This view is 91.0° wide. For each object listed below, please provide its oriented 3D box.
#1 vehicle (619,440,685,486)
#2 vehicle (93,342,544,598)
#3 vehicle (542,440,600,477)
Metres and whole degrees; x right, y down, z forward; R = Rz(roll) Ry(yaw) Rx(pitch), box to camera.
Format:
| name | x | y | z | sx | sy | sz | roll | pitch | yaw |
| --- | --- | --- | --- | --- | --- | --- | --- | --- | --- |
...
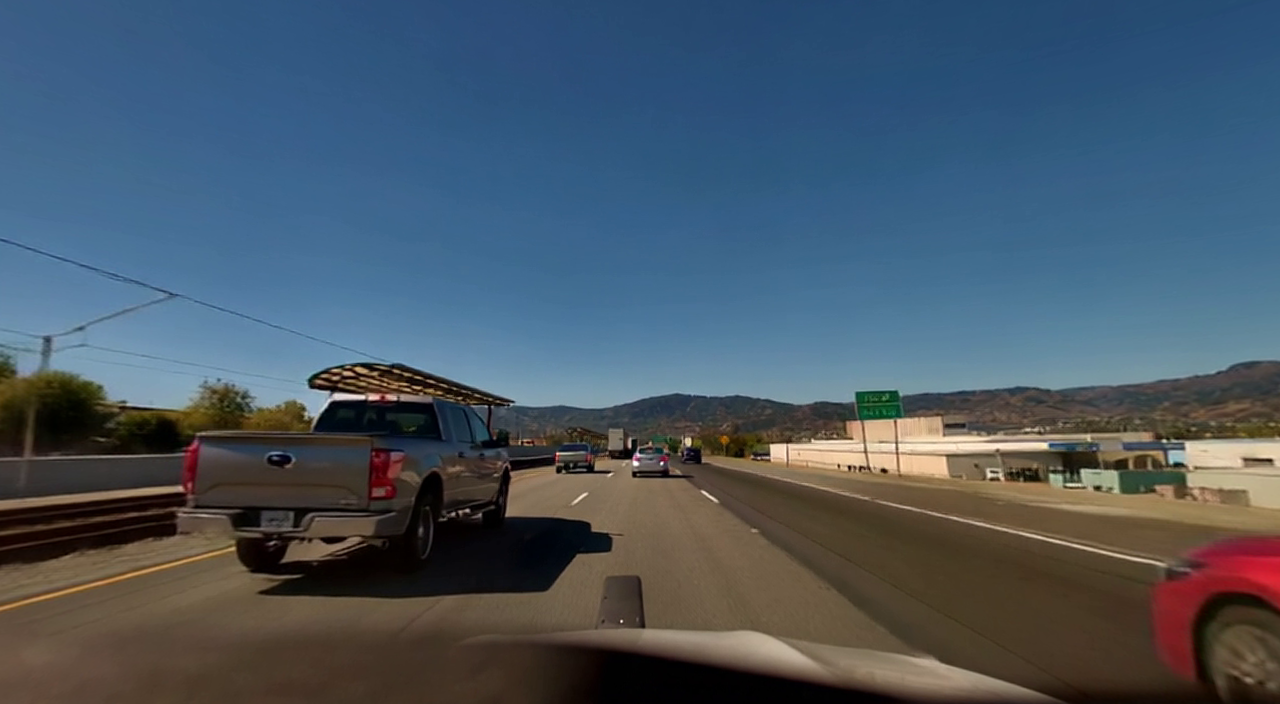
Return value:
| name | x | y | z | sx | sy | sz | roll | pitch | yaw |
| --- | --- | --- | --- | --- | --- | --- | --- | --- | --- |
| vehicle | 0.394 | 3.989 | 22.920 | 2.171 | 1.493 | 4.081 | 0 | -8 | 0 |
| vehicle | -3.327 | 1.517 | 8.980 | 2.733 | 2.230 | 6.820 | 0 | -8 | 1 |
| vehicle | -3.191 | 5.039 | 30.042 | 2.151 | 1.613 | 4.786 | 0 | -8 | 1 |
